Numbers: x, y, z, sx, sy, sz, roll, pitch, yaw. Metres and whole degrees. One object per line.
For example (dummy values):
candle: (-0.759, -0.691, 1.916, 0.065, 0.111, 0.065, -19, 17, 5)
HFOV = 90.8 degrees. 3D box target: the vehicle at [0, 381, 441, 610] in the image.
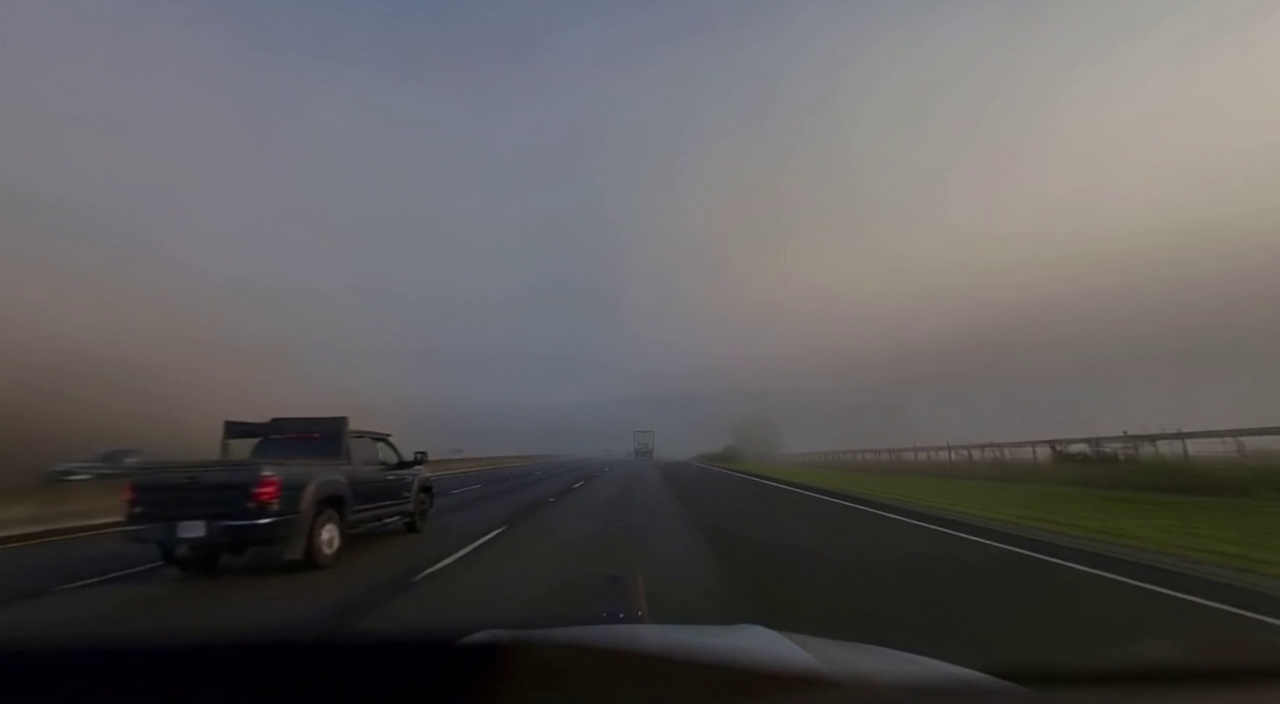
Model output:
vehicle: (-3.961, 1.385, 6.834, 2.216, 1.678, 4.204, 0, -9, 0)
